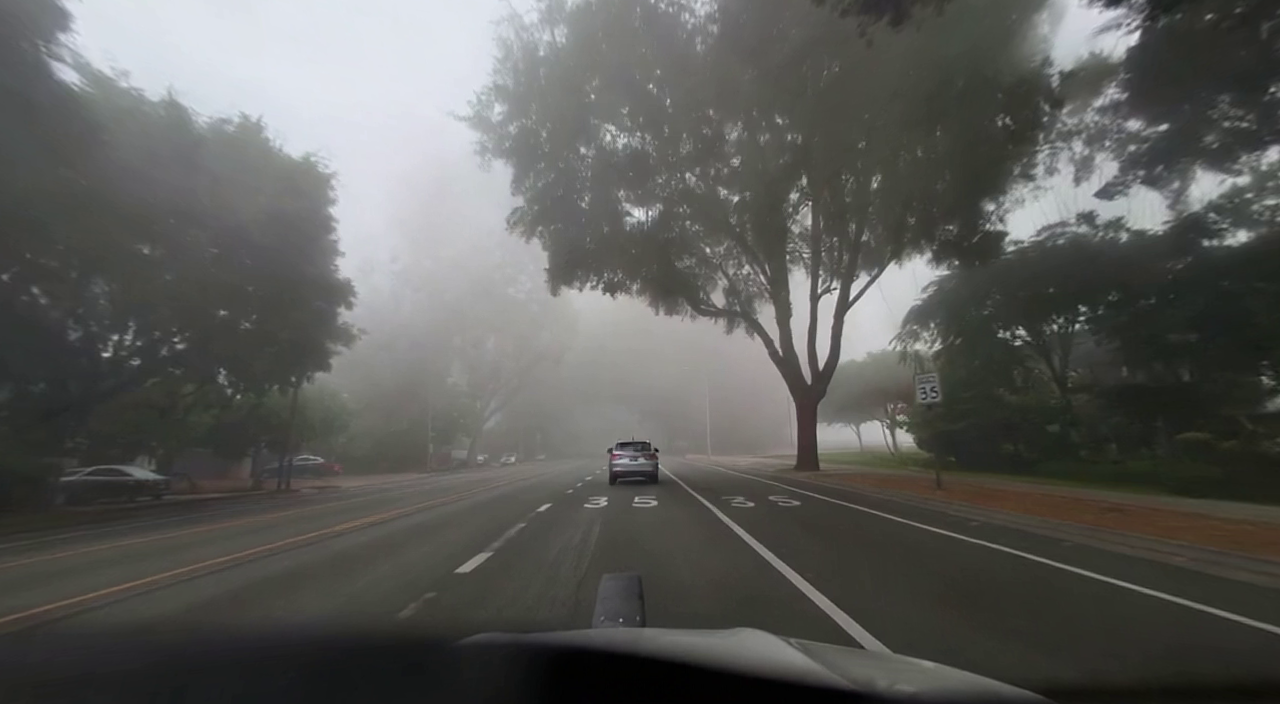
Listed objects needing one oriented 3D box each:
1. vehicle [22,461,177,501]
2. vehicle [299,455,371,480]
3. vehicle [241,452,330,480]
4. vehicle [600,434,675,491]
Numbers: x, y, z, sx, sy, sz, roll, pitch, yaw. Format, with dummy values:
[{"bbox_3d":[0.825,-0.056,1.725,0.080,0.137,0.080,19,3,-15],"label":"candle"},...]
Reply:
[{"bbox_3d":[-21.438,5.098,25.186,4.433,1.462,1.834,0,-9,0],"label":"vehicle"},{"bbox_3d":[-21.948,8.339,45.627,4.241,1.500,1.956,-4,-9,1],"label":"vehicle"},{"bbox_3d":[-24.008,7.729,42.937,4.866,1.614,1.911,-2,-9,-4],"label":"vehicle"},{"bbox_3d":[-0.092,3.558,20.586,2.181,1.639,4.127,0,-9,0],"label":"vehicle"}]
